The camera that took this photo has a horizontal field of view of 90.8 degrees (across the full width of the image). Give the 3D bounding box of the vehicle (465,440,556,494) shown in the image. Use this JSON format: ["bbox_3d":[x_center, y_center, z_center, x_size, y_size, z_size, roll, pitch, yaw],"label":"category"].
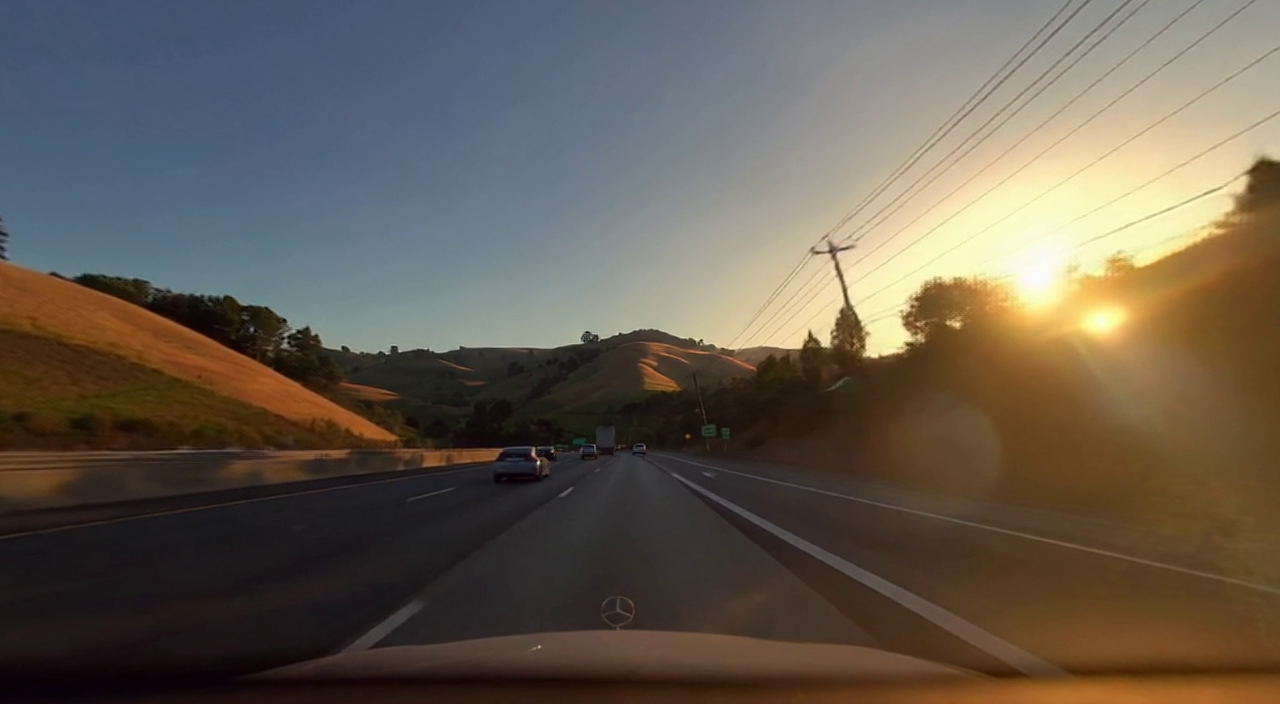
[{"bbox_3d":[-3.982,3.617,20.297,1.963,1.533,4.477,0,-8,0],"label":"vehicle"}]
